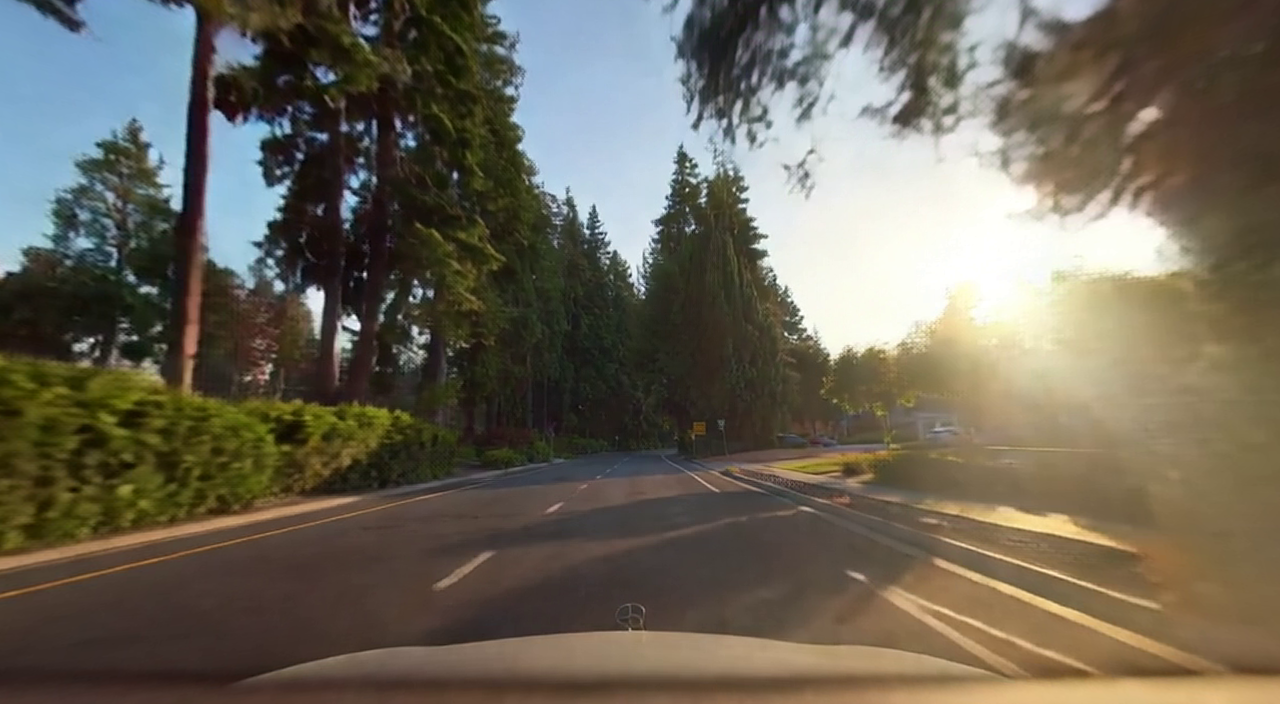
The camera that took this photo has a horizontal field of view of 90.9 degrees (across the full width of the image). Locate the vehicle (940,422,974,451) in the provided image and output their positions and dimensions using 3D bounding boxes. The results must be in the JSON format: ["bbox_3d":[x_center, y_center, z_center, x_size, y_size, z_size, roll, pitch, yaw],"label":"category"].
[{"bbox_3d":[21.778,5.862,43.426,1.889,1.853,4.207,-4,-9,25],"label":"vehicle"}]
